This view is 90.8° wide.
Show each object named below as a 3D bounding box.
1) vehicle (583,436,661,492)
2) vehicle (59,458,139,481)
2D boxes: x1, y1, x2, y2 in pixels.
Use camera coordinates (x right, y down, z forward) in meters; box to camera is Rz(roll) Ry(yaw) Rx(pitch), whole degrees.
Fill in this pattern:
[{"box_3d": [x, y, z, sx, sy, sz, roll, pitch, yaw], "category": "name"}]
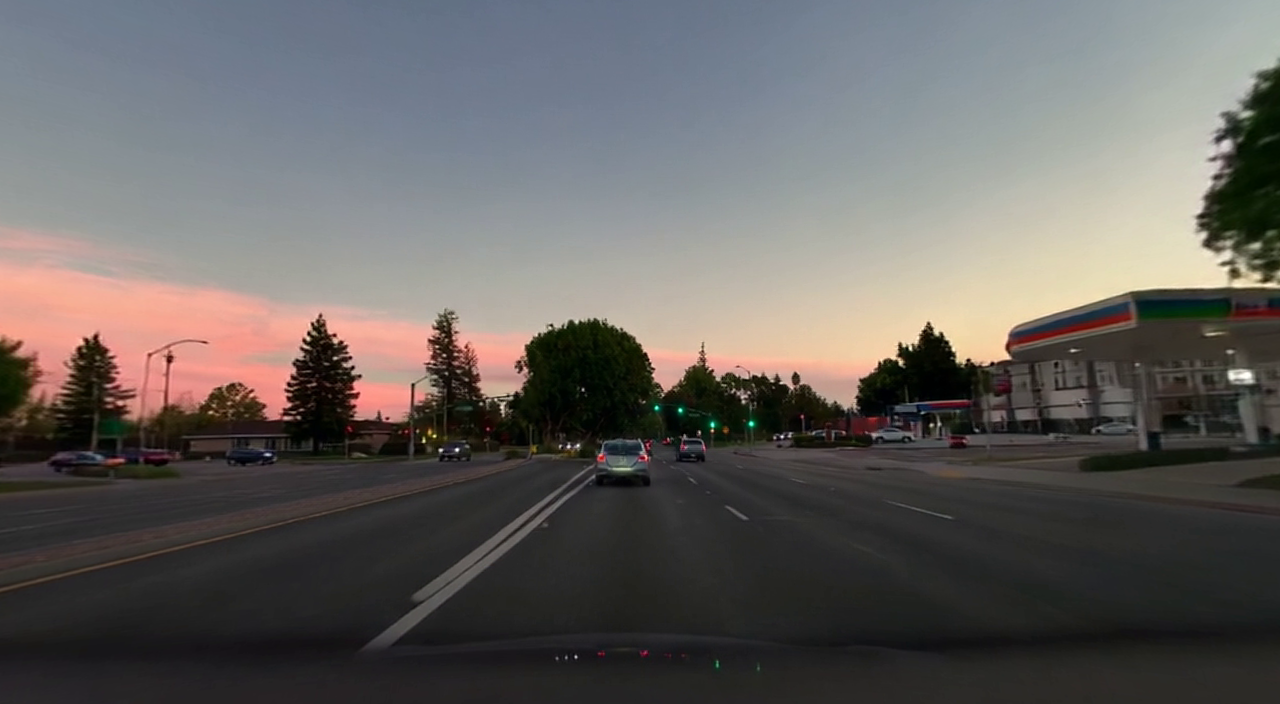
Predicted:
[{"box_3d": [-0.456, 3.197, 18.292, 2.040, 1.451, 3.736, 0, -9, 0], "category": "vehicle"}, {"box_3d": [-36.217, 7.850, 42.349, 3.670, 1.430, 1.897, -1, -9, 5], "category": "vehicle"}]
